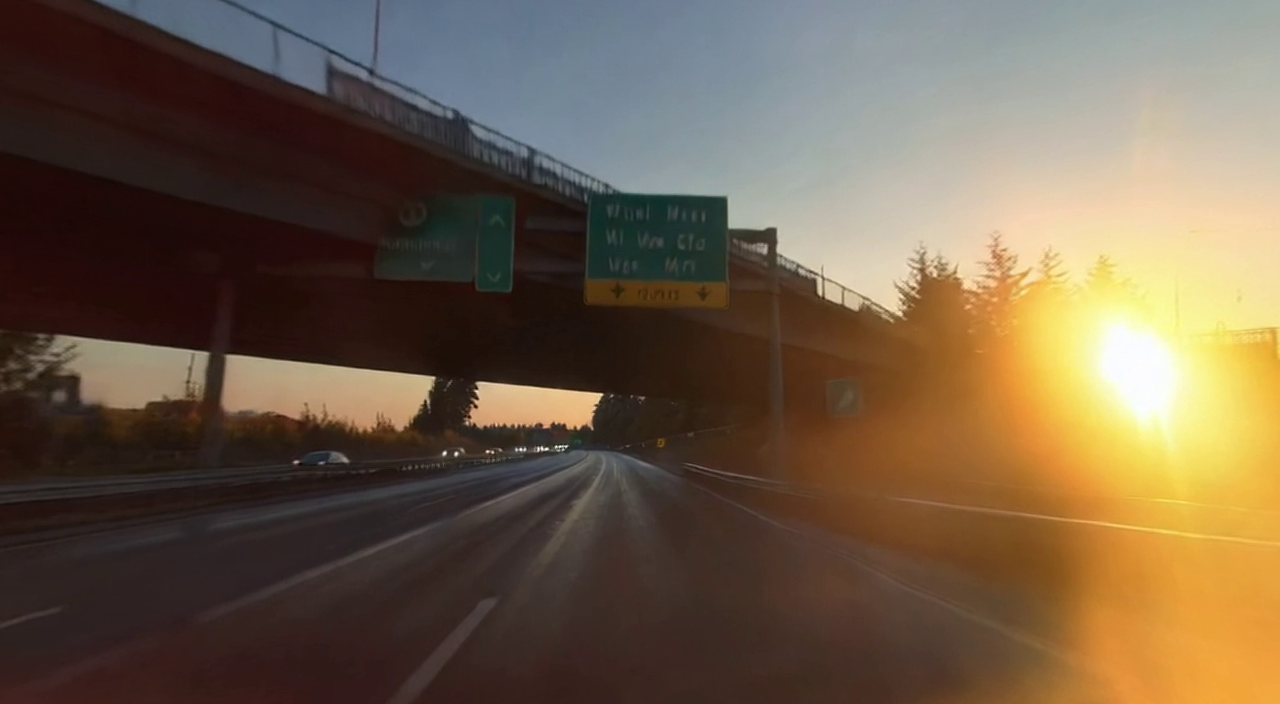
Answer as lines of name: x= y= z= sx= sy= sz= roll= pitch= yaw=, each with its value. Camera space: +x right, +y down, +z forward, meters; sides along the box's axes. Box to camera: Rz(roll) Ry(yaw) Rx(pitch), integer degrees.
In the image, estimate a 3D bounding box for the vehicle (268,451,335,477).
vehicle: x=-21.192 y=7.005 z=39.416 sx=1.790 sy=1.464 sz=4.417 roll=0 pitch=-9 yaw=-1
